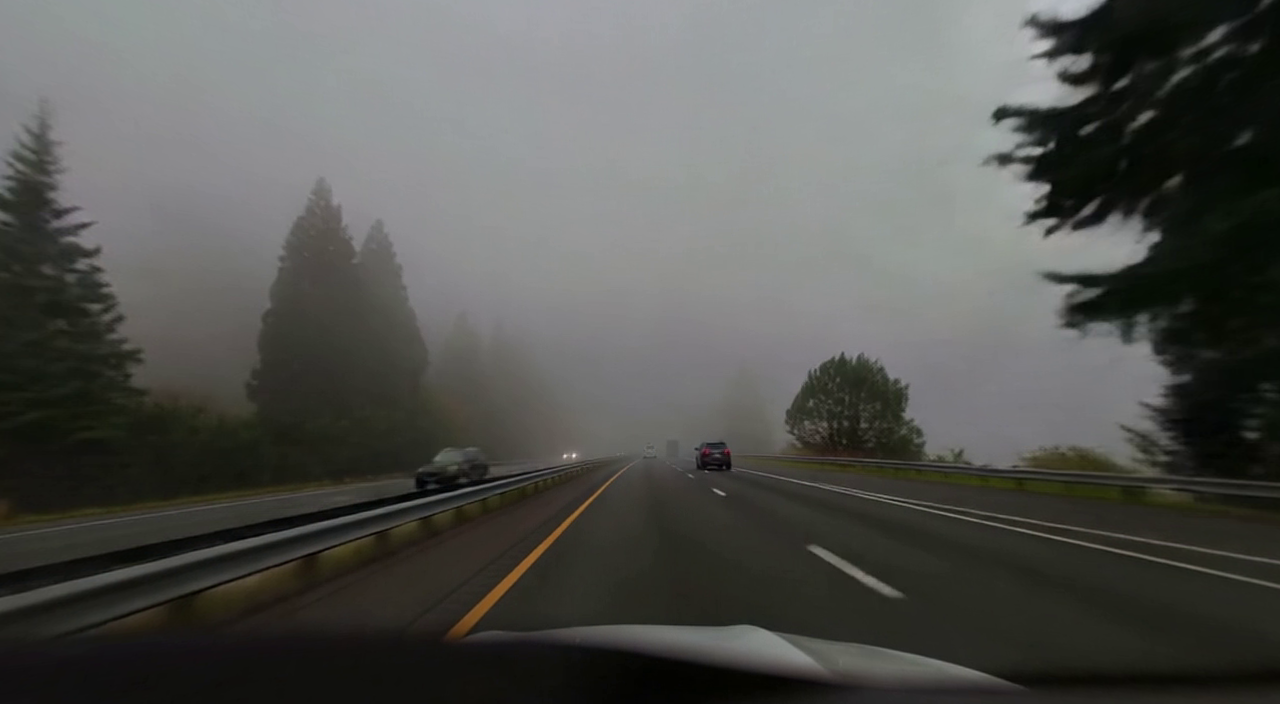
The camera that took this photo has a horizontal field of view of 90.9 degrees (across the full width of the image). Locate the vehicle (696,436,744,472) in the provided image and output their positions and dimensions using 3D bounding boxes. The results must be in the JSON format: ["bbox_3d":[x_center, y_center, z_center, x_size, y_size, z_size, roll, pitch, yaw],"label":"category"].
[{"bbox_3d":[4.709,6.112,37.808,2.189,2.007,4.872,0,-9,-1],"label":"vehicle"}]

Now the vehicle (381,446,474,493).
[{"bbox_3d":[-8.598,4.775,26.019,2.094,1.707,4.766,0,-9,0],"label":"vehicle"}]
